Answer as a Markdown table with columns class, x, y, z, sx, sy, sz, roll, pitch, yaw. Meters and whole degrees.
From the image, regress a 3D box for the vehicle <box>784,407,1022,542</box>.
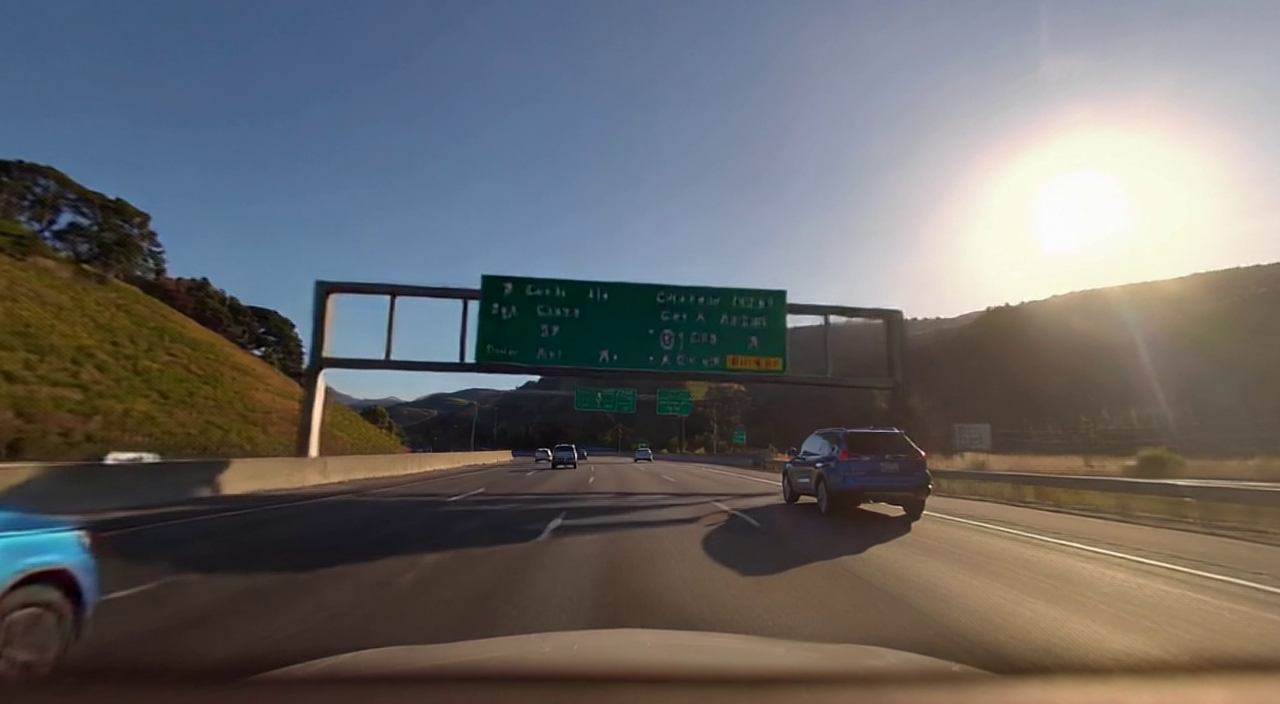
| class | x | y | z | sx | sy | sz | roll | pitch | yaw |
| --- | --- | --- | --- | --- | --- | --- | --- | --- | --- |
| vehicle | 4.318 | 2.121 | 11.495 | 2.103 | 1.903 | 4.837 | 0 | -9 | -2 |

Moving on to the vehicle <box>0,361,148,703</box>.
| class | x | y | z | sx | sy | sz | roll | pitch | yaw |
| --- | --- | --- | --- | --- | --- | --- | --- | --- | --- |
| vehicle | -3.998 | 0.702 | 1.310 | 2.213 | 1.766 | 4.598 | 0 | -9 | 0 |

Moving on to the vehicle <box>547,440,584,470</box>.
| class | x | y | z | sx | sy | sz | roll | pitch | yaw |
| --- | --- | --- | --- | --- | --- | --- | --- | --- | --- |
| vehicle | -5.724 | 8.001 | 49.173 | 2.537 | 2.121 | 5.251 | 0 | -9 | -4 |
